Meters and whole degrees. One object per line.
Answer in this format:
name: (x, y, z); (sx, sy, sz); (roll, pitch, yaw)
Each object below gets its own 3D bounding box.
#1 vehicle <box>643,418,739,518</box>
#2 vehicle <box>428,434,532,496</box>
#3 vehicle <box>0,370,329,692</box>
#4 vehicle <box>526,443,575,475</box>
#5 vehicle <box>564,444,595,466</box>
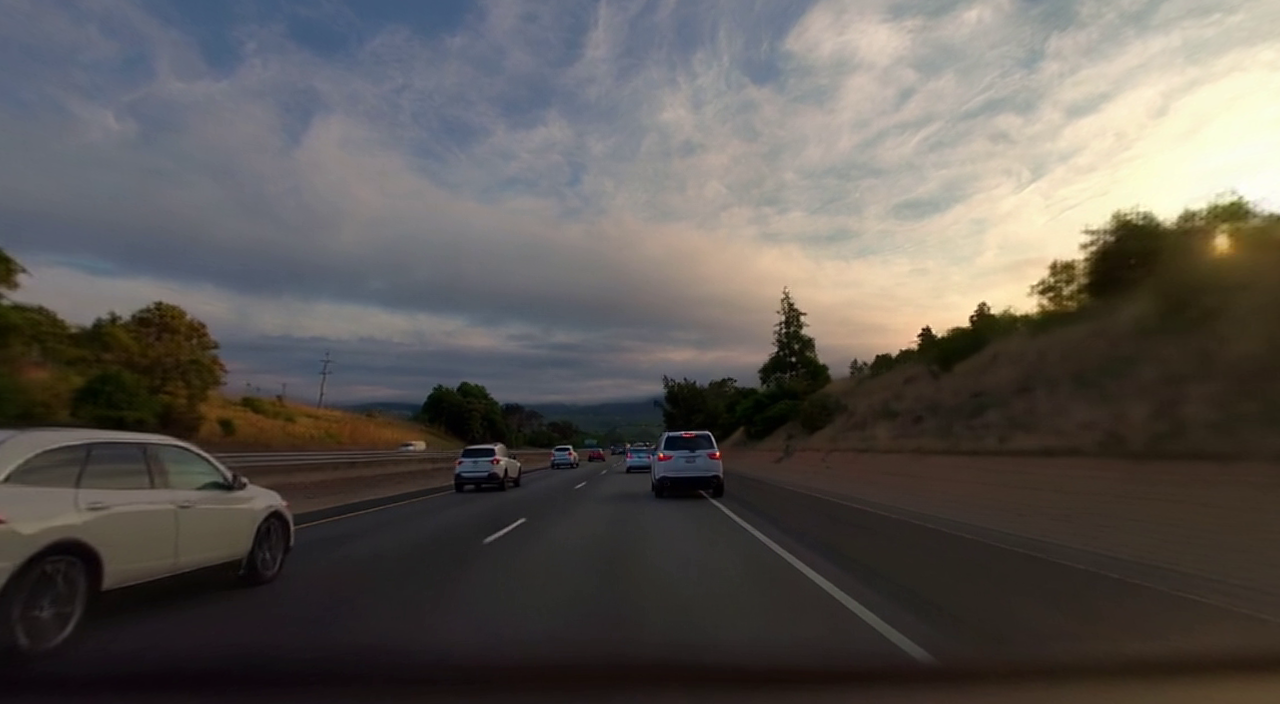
vehicle: (0.996, 2.558, 14.311); (1.825, 1.920, 3.960); (0, -9, 0)
vehicle: (-4.646, 3.344, 19.015); (1.934, 1.642, 4.201); (0, -9, 2)
vehicle: (-4.300, 1.118, 4.521); (2.034, 1.642, 3.969); (0, -9, 1)
vehicle: (-4.440, 5.394, 31.924); (1.867, 1.489, 3.829); (0, -9, 1)
vehicle: (-4.513, 7.745, 47.471); (1.855, 1.527, 4.209); (0, -9, 0)
